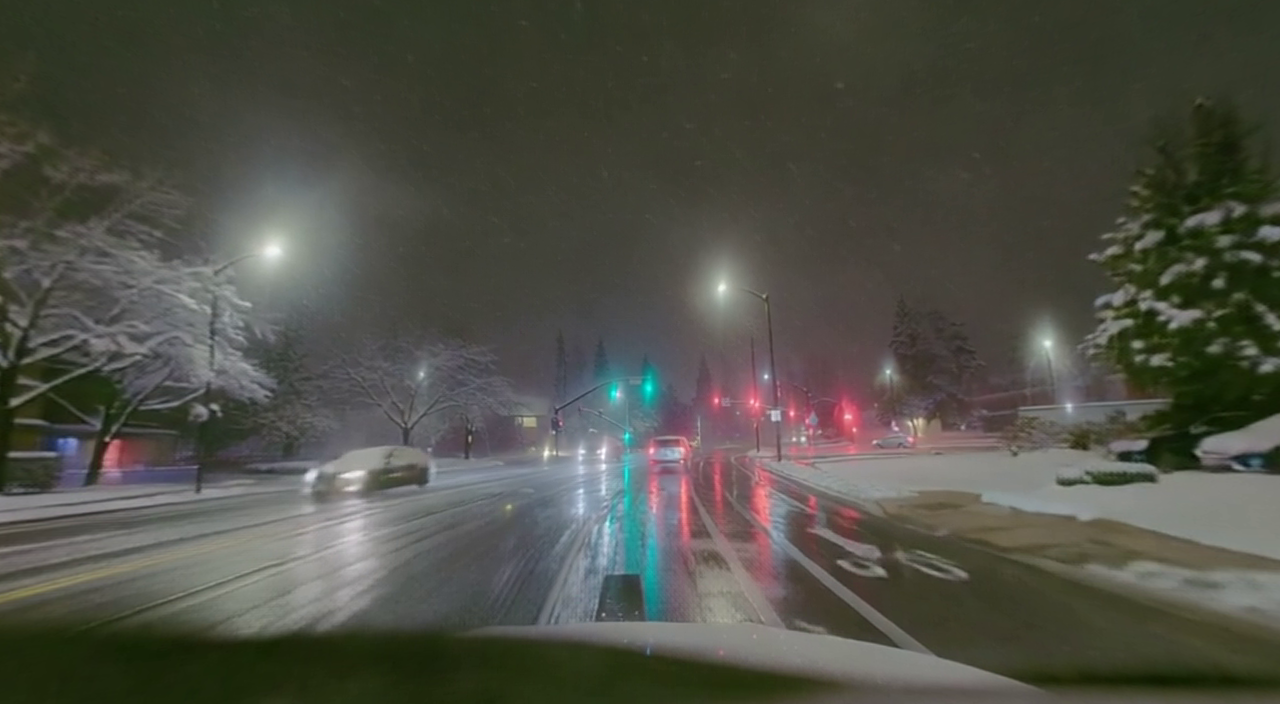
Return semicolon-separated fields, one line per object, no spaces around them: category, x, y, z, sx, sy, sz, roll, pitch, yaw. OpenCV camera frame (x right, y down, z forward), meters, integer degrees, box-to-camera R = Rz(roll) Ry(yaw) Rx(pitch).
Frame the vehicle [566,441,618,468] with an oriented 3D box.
vehicle;-3.281;7.150;44.348;2.183;1.699;4.974;-4;-8;13

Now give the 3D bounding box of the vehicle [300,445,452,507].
vehicle;-7.093;3.347;17.656;1.939;1.484;4.645;-1;-8;5

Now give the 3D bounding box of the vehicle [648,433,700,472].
vehicle;1.801;5.063;32.111;2.230;1.827;4.298;-1;-9;9
